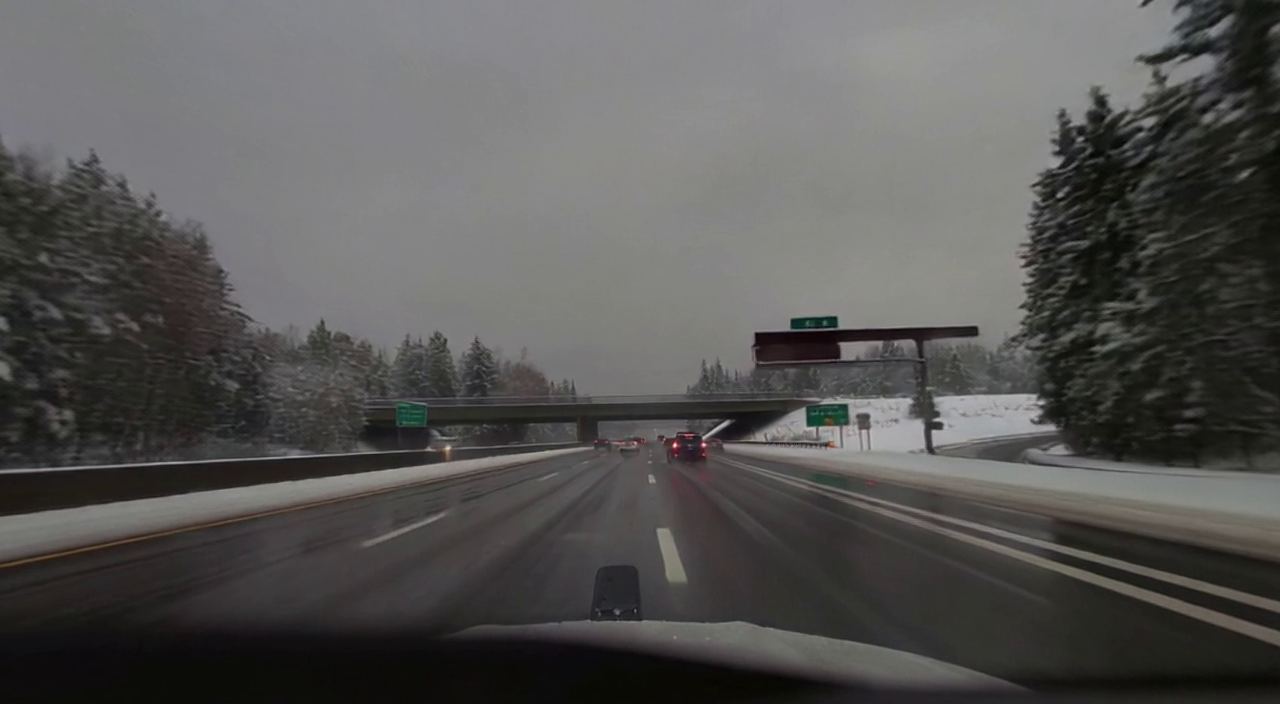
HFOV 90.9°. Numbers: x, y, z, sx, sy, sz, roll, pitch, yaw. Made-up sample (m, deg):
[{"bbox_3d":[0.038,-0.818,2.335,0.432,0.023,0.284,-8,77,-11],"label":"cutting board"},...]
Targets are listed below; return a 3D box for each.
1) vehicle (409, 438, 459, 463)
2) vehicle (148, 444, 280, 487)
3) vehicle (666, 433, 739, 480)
[{"bbox_3d":[-13.582,6.497,41.830,1.861,1.490,4.157,0,-8,1],"label":"vehicle"},{"bbox_3d":[-16.753,4.444,25.104,1.986,1.496,4.593,0,-8,1],"label":"vehicle"},{"bbox_3d":[2.330,4.041,24.897,2.240,1.646,4.949,1,-8,-1],"label":"vehicle"}]
